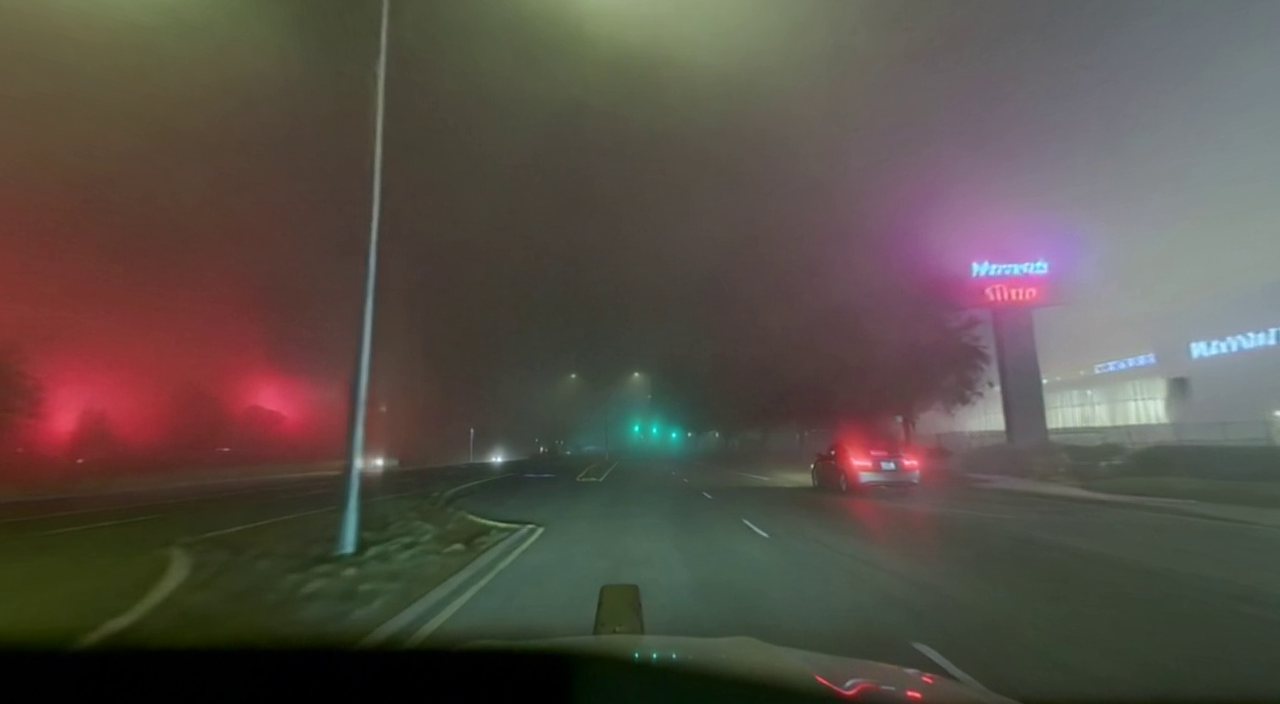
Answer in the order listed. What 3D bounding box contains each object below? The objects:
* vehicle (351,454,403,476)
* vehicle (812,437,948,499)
[{"bbox_3d":[-19.292,8.284,46.578,1.895,1.458,4.586,-3,-9,0],"label":"vehicle"},{"bbox_3d":[6.602,3.240,18.074,1.913,1.504,4.738,0,-8,-1],"label":"vehicle"}]
